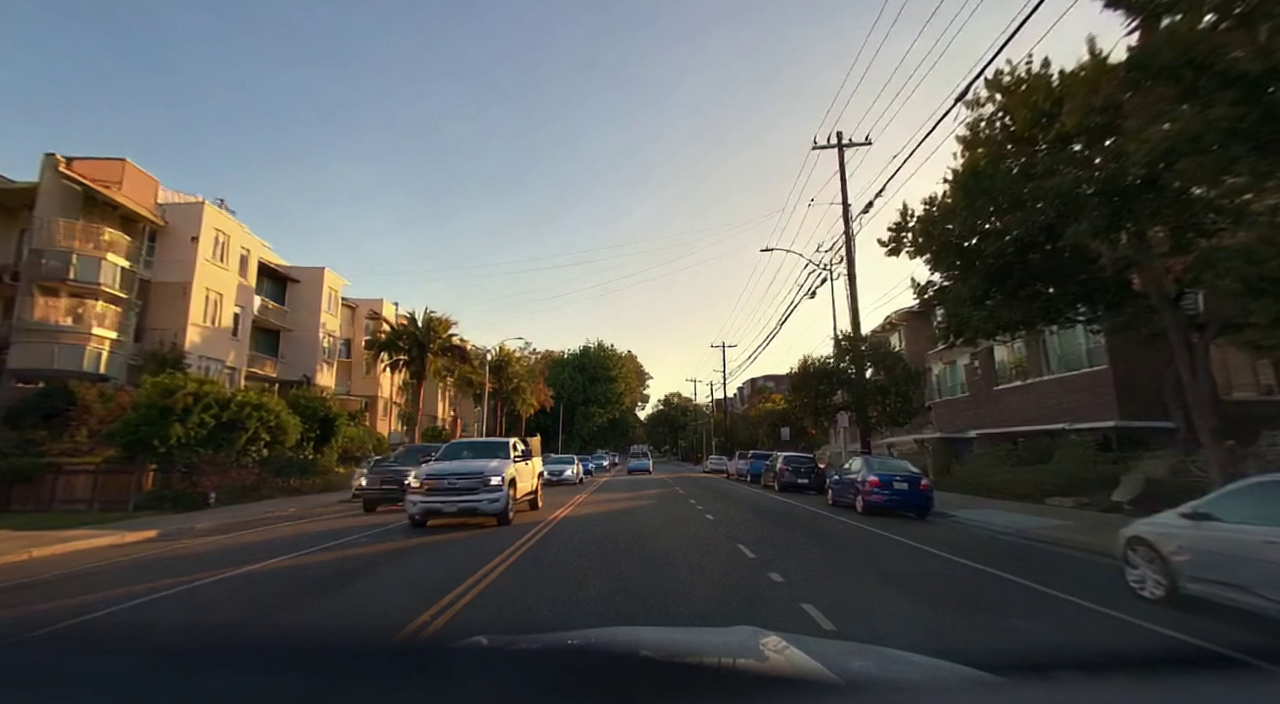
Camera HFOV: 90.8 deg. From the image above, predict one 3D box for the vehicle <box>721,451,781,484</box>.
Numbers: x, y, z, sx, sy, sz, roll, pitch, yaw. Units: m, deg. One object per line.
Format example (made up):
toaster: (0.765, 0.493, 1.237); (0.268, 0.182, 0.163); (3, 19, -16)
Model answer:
vehicle: (6.293, 6.630, 36.691); (2.350, 1.706, 5.901); (0, -8, -1)

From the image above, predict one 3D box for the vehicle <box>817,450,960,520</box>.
vehicle: (6.277, 3.378, 16.630); (1.964, 1.550, 4.424); (0, -8, 0)

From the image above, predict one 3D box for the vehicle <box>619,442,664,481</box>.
vehicle: (0.128, 5.842, 34.110); (2.308, 1.940, 4.125); (0, -8, 2)

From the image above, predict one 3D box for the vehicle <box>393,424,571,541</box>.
vehicle: (-2.655, 2.331, 11.962); (2.167, 1.761, 4.584); (0, -8, 0)

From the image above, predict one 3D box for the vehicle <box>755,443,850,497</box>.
vehicle: (6.261, 4.568, 25.020); (2.211, 1.884, 5.031); (0, -8, -2)

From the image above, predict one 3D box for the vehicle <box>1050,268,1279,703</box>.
vehicle: (3.055, 0.496, 0.661); (2.027, 1.907, 4.736); (0, -8, 0)
